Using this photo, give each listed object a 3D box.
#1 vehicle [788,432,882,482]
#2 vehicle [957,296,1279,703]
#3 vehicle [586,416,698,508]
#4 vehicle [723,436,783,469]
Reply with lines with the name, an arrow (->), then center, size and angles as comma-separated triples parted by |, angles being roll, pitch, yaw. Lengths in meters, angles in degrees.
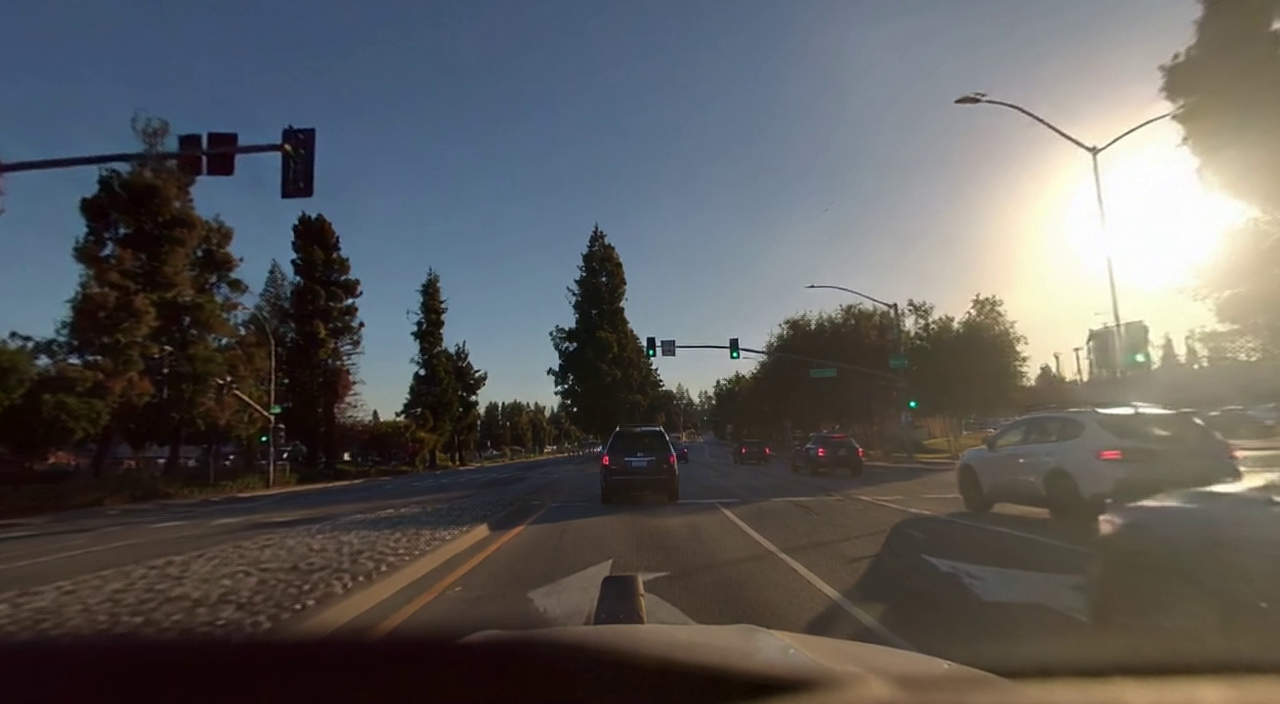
vehicle -> 7.067, 3.851, 23.401 | 2.025, 1.642, 4.189 | 0, -9, -1
vehicle -> 3.470, 0.647, 2.149 | 2.057, 1.788, 5.216 | 0, -9, 0
vehicle -> -0.002, 2.626, 15.403 | 2.353, 1.894, 4.122 | 0, -9, -1
vehicle -> 6.514, 5.899, 37.066 | 2.440, 1.775, 4.791 | 0, -9, -2
